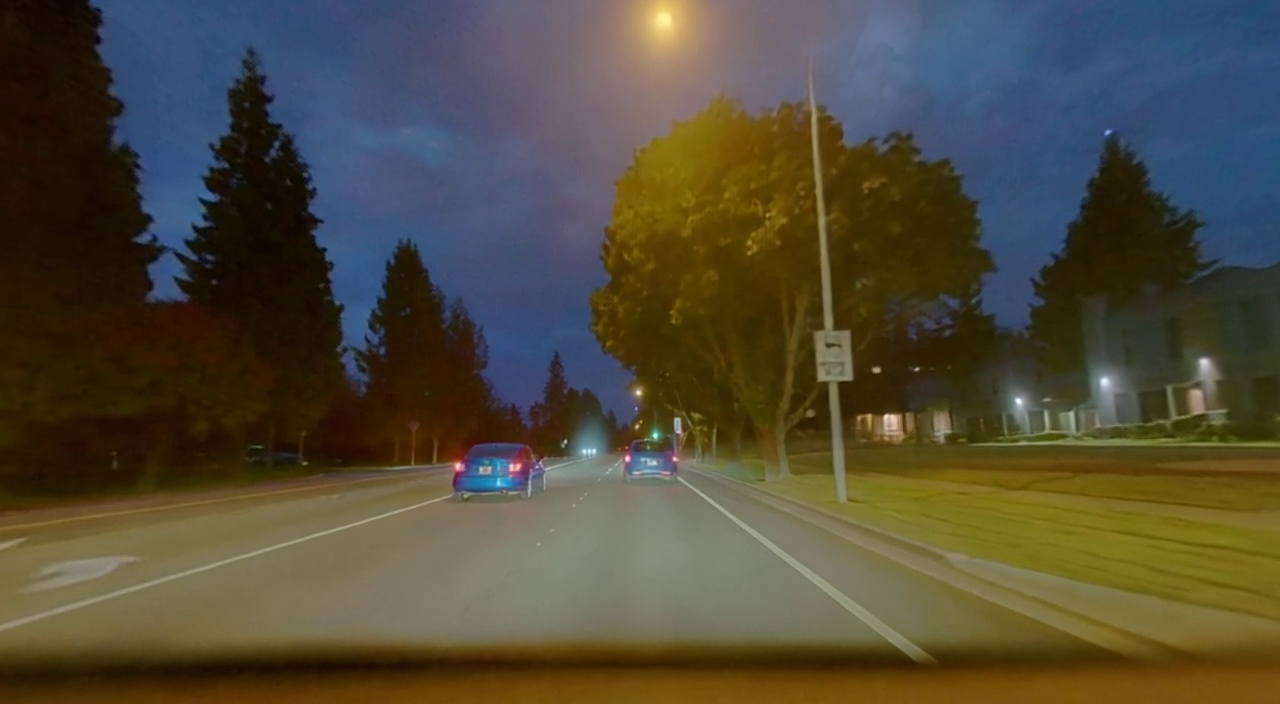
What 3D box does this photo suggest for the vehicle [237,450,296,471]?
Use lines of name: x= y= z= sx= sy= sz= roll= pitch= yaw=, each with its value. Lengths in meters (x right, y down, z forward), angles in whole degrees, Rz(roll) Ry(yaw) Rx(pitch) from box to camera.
vehicle: x=-27.943 y=8.095 z=47.205 sx=1.826 sy=1.464 sz=4.533 roll=0 pitch=-8 yaw=-3

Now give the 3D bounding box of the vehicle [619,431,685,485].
vehicle: x=0.352 y=3.888 z=23.440 sx=2.215 sy=1.799 sz=4.426 roll=0 pitch=-8 yaw=-1

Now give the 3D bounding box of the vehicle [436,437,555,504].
vehicle: x=-3.445 y=2.903 z=15.887 sx=2.036 sy=1.447 sz=4.044 roll=0 pitch=-8 yaw=0
